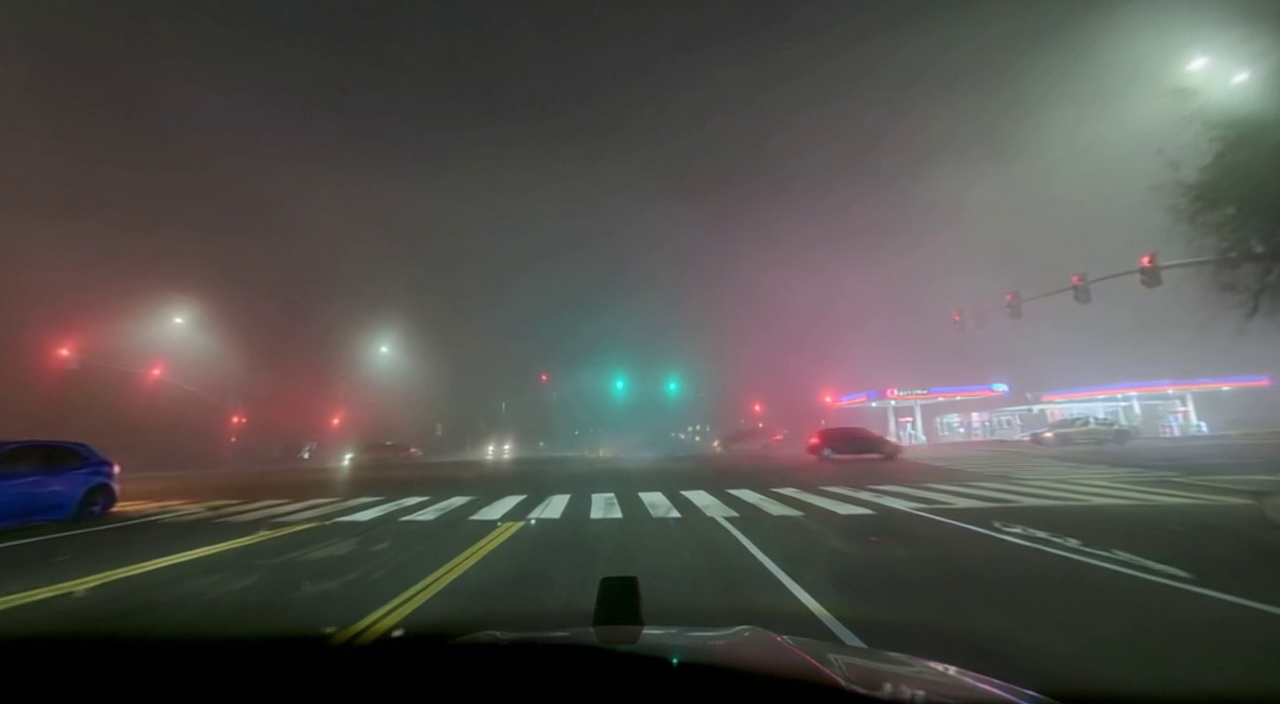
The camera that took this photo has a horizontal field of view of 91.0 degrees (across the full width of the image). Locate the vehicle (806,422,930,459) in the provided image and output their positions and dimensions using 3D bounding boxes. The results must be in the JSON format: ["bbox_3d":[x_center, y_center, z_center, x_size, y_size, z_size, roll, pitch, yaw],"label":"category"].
[{"bbox_3d":[10.107,3.978,28.182,4.775,1.466,1.850,-2,-8,4],"label":"vehicle"}]

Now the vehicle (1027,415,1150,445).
[{"bbox_3d":[22.805,4.004,32.128,4.696,1.483,1.898,-1,-8,3],"label":"vehicle"}]

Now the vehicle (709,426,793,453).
[{"bbox_3d":[7.991,6.361,45.876,5.789,1.893,2.169,-1,-8,4],"label":"vehicle"}]

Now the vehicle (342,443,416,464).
[{"bbox_3d":[-19.495,7.575,47.113,4.737,1.479,1.831,-1,-8,4],"label":"vehicle"}]

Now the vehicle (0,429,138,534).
[{"bbox_3d":[-9.867,1.795,8.686,1.899,1.460,4.880,0,-8,-1],"label":"vehicle"}]
